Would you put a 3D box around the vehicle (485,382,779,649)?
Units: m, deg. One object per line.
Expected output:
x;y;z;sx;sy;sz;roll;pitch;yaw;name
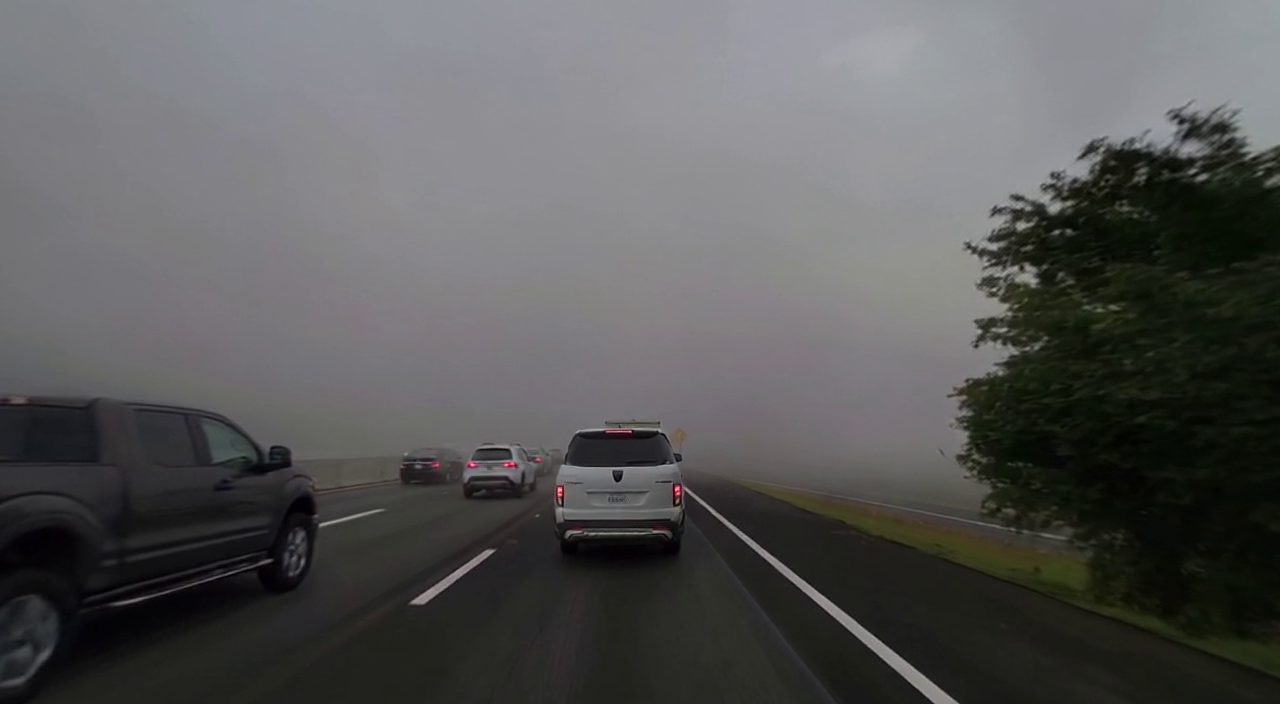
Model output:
-0.089;1.369;6.081;1.995;1.798;3.380;0;-9;-1;vehicle

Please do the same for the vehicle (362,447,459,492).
-8.265;4.255;23.230;1.874;1.470;4.576;0;-9;0;vehicle

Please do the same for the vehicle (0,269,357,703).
-3.939;0.894;4.014;2.055;2.144;4.782;0;-9;0;vehicle
